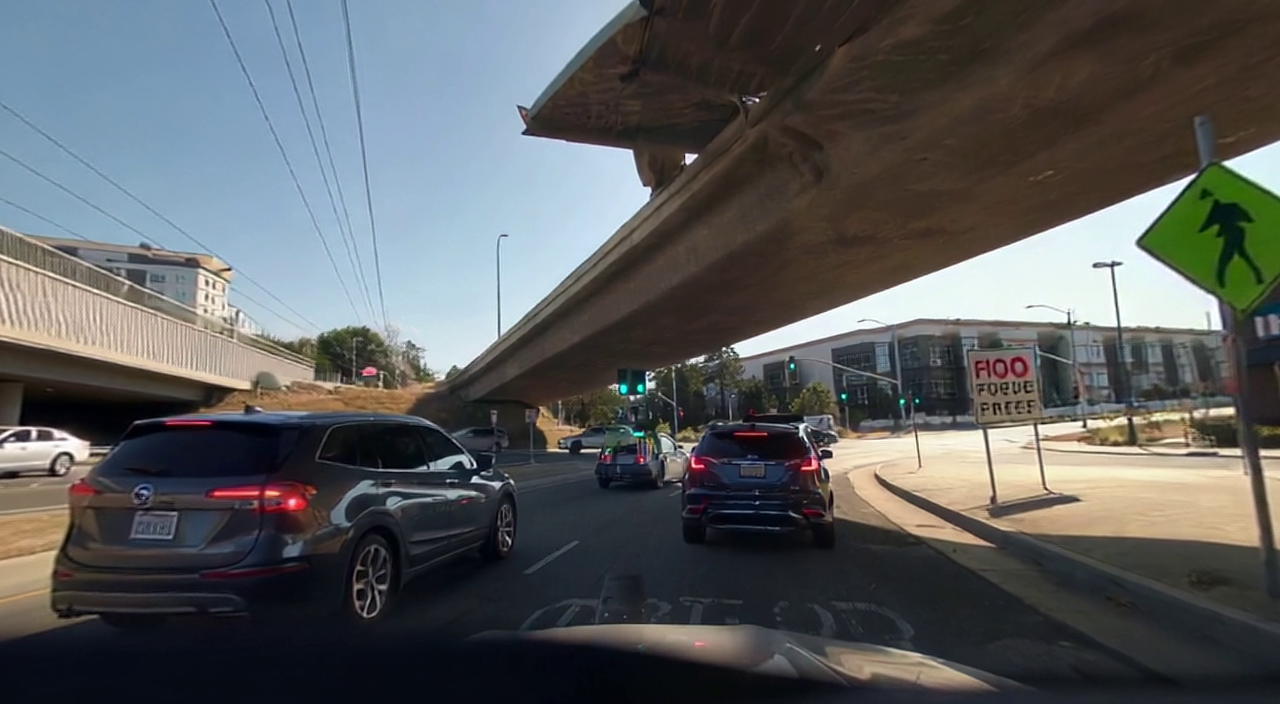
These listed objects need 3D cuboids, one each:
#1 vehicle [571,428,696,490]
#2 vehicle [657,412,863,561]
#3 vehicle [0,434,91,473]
[{"bbox_3d":[-0.004,3.021,18.221,2.214,1.519,4.704,-3,-9,18],"label":"vehicle"},{"bbox_3d":[1.719,1.775,9.093,2.195,1.571,4.353,-2,-8,12],"label":"vehicle"},{"bbox_3d":[-33.661,5.446,34.084,5.457,2.021,2.213,2,-9,-15],"label":"vehicle"}]
